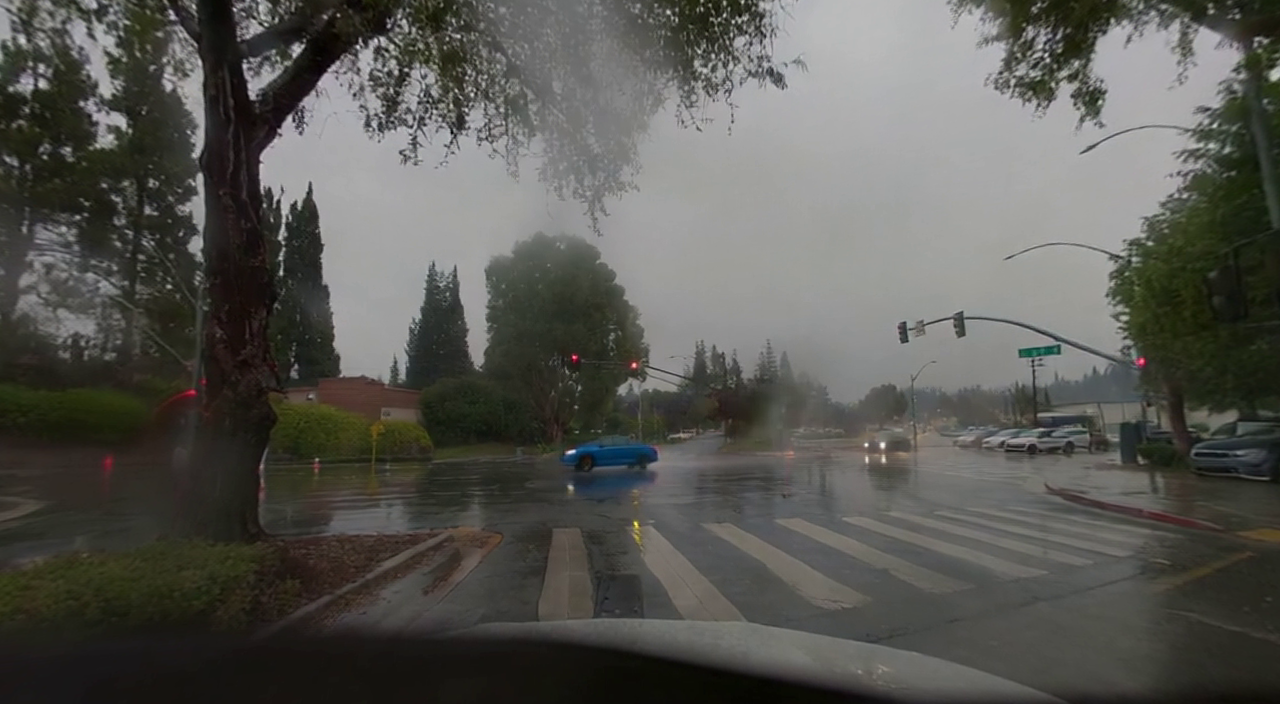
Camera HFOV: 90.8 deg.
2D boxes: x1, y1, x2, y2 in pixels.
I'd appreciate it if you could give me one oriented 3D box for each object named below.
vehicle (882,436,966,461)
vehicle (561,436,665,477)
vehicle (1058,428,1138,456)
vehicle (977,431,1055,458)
[{"bbox_3d":[18.717,6.334,41.636,5.234,1.549,1.982,4,-9,-24],"label":"vehicle"},{"bbox_3d":[-1.002,4.110,25.062,3.896,1.500,1.740,8,-12,-42],"label":"vehicle"},{"bbox_3d":[36.094,7.089,49.740,6.148,2.119,2.473,4,-10,-28],"label":"vehicle"},{"bbox_3d":[26.949,6.631,45.267,5.032,1.828,2.183,4,-9,-24],"label":"vehicle"}]
